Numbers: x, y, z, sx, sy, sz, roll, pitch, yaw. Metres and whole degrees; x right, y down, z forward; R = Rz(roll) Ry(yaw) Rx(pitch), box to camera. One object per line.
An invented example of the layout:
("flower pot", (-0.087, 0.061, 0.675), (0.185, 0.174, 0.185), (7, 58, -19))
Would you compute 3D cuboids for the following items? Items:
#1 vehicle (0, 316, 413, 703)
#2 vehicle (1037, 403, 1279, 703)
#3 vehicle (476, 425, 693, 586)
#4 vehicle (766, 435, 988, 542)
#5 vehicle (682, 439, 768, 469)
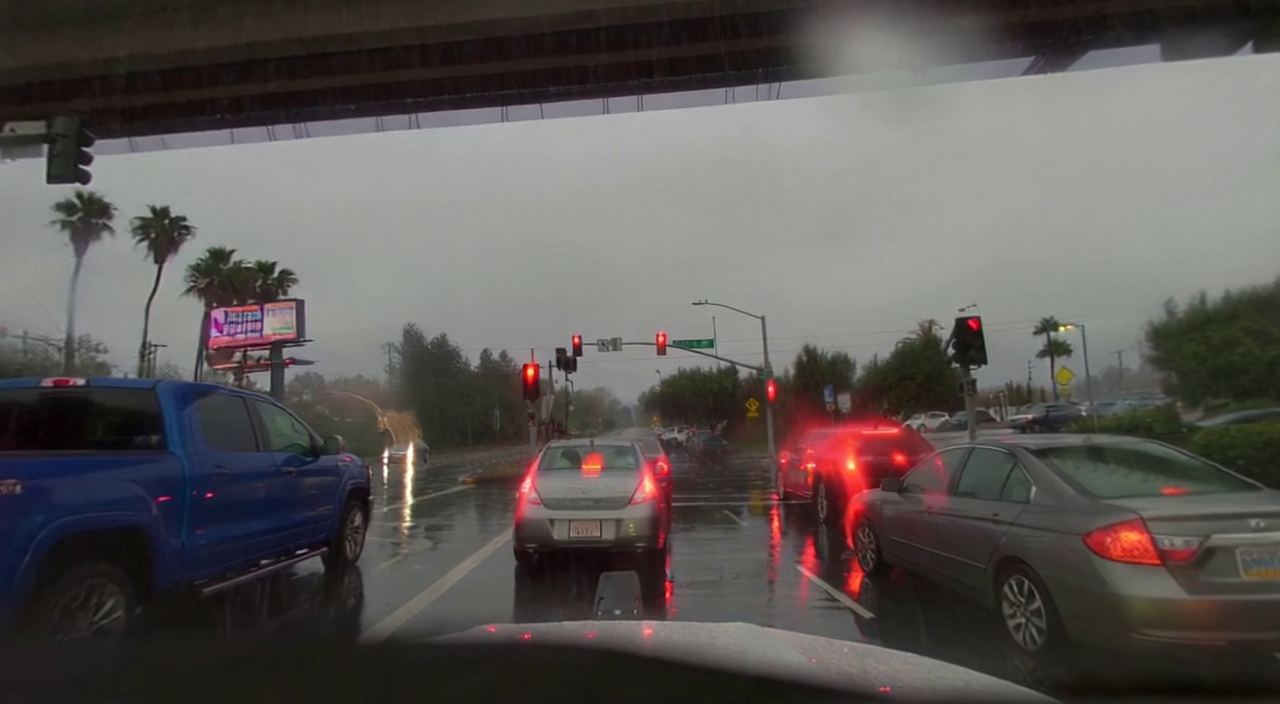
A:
("vehicle", (-3.820, 1.125, 5.014), (2.078, 1.838, 5.448), (0, -9, -1))
("vehicle", (3.891, 0.888, 2.185), (2.052, 1.496, 4.541), (0, -9, 0))
("vehicle", (-0.627, 1.759, 8.082), (2.035, 1.491, 4.090), (0, -9, -3))
("vehicle", (3.705, 2.211, 10.955), (1.965, 1.448, 4.486), (0, -9, -2))
("vehicle", (4.217, 5.136, 31.968), (1.878, 1.428, 4.416), (5, -10, -32))
